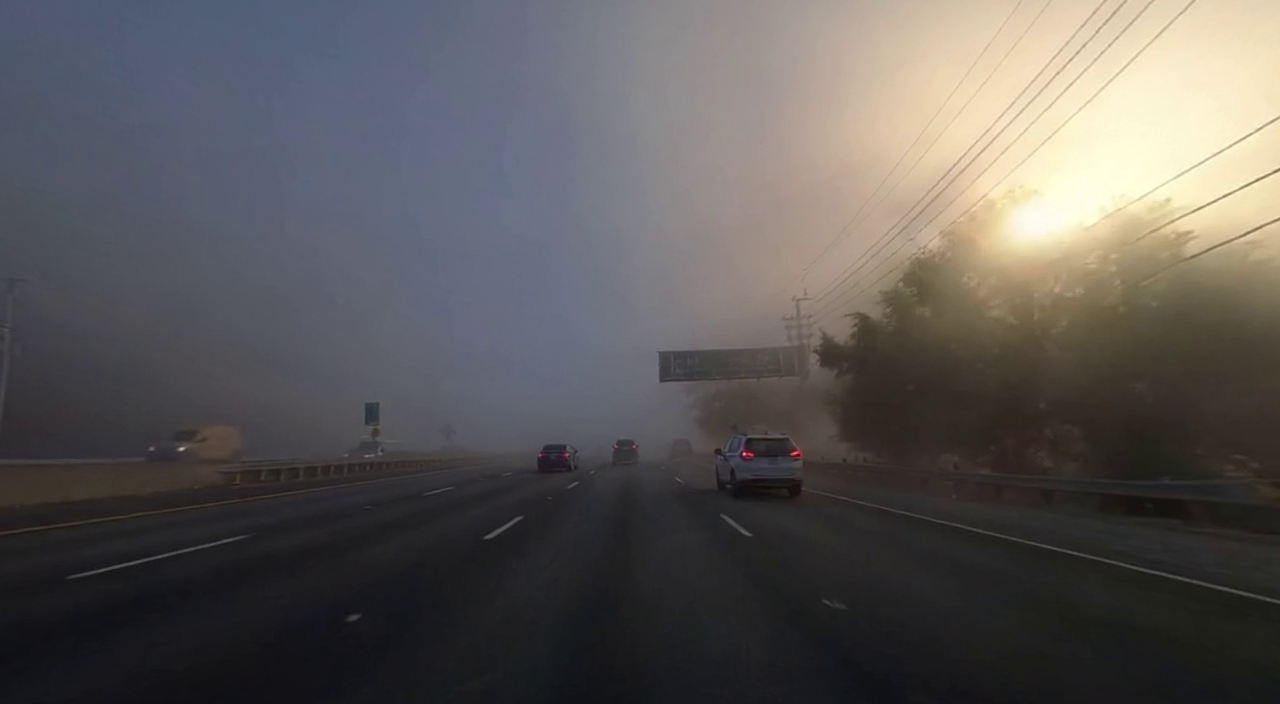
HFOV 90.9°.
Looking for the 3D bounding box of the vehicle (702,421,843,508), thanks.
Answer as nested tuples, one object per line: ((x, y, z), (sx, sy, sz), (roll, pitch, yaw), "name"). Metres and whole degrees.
((2.897, 2.610, 15.070), (2.102, 1.723, 4.745), (0, -8, -3), "vehicle")

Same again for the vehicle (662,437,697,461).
((2.993, 7.437, 48.521), (2.099, 1.720, 4.829), (0, -8, -3), "vehicle")

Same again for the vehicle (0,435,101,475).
((-24.191, 4.077, 25.068), (1.806, 1.445, 4.241), (0, -8, 0), "vehicle")

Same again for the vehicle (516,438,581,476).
((-3.985, 4.679, 28.402), (2.091, 1.562, 5.220), (0, -8, 1), "vehicle")

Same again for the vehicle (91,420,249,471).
((-20.568, 4.165, 28.134), (2.350, 1.970, 6.174), (0, -8, -1), "vehicle")

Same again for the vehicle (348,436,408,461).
((-16.969, 6.269, 41.060), (1.945, 1.555, 4.551), (0, -8, 0), "vehicle")

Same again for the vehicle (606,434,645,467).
((-0.859, 5.770, 36.984), (2.192, 1.769, 4.287), (0, -8, -1), "vehicle")
